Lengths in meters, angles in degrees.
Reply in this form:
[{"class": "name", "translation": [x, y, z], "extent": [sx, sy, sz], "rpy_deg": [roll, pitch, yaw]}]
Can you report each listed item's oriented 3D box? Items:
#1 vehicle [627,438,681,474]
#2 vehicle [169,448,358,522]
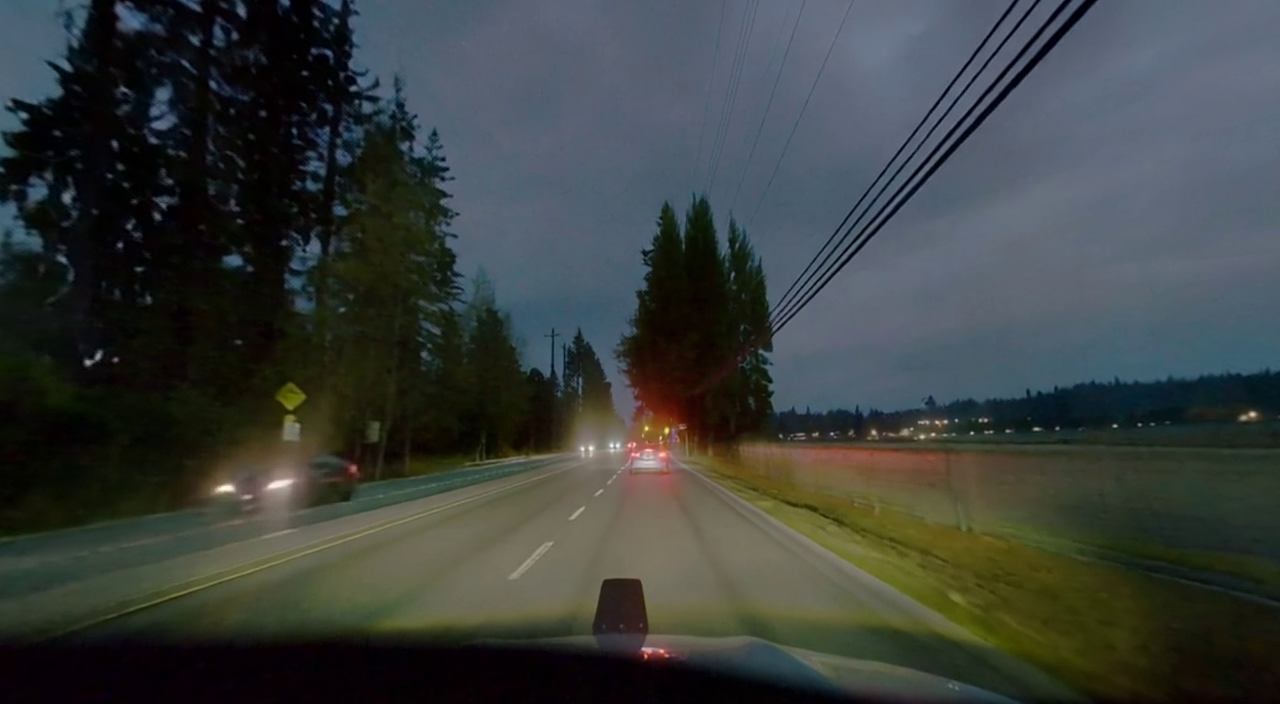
[{"class": "vehicle", "translation": [0.608, 4.539, 27.709], "extent": [2.153, 1.461, 4.374], "rpy_deg": [0, -8, 1]}, {"class": "vehicle", "translation": [-9.023, 3.175, 15.624], "extent": [2.061, 1.516, 4.121], "rpy_deg": [0, -8, 1]}]
